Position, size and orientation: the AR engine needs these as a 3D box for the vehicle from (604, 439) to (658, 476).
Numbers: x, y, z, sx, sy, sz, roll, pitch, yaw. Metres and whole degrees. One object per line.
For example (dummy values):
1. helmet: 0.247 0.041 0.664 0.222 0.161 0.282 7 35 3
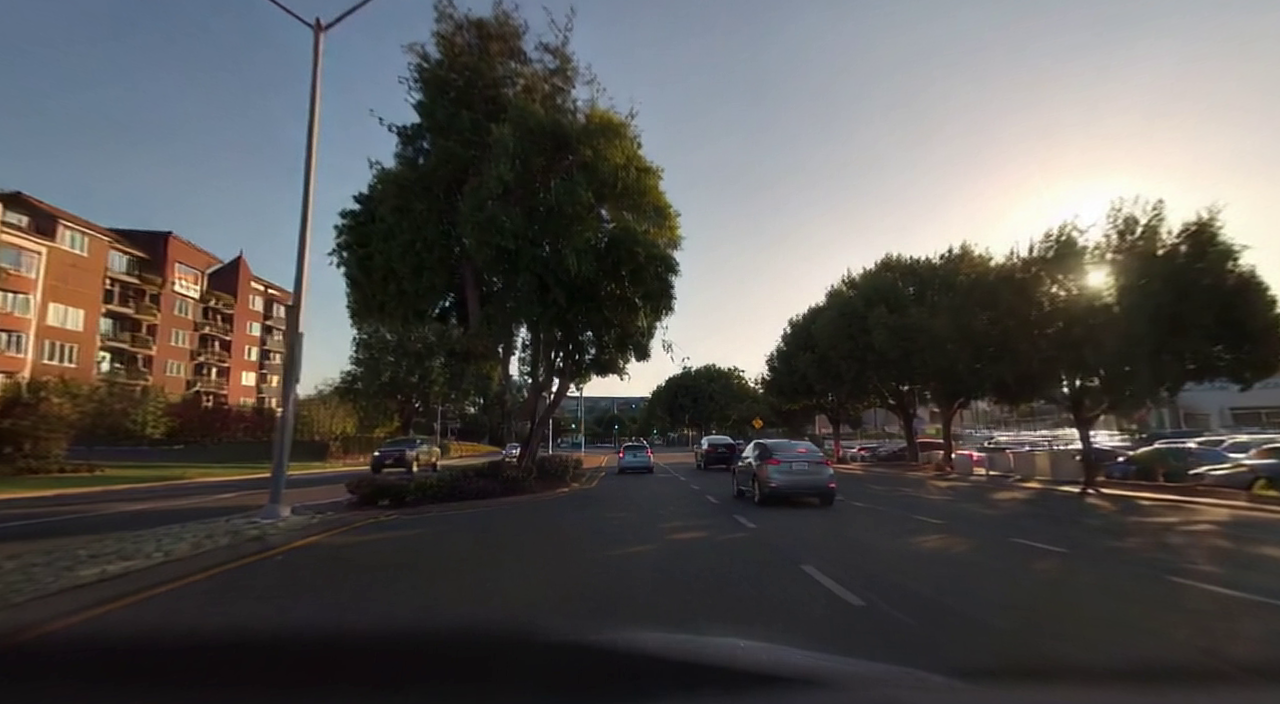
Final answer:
1. vehicle: -0.397 4.435 26.830 2.095 1.456 3.873 0 -8 -1

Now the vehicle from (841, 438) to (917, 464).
1. vehicle: 17.722 7.360 46.996 4.749 1.797 2.120 0 -8 -2

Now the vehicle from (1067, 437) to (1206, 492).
1. vehicle: 17.461 3.890 22.196 4.650 1.717 2.258 5 -10 -32

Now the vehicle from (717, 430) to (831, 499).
1. vehicle: 3.452 2.990 17.223 2.041 1.611 4.426 0 -8 -1

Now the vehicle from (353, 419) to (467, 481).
1. vehicle: -8.742 3.816 24.795 2.285 2.106 5.836 0 -8 0

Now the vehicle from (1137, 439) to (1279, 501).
1. vehicle: 17.249 3.477 19.105 4.326 1.634 2.115 6 -10 -34
